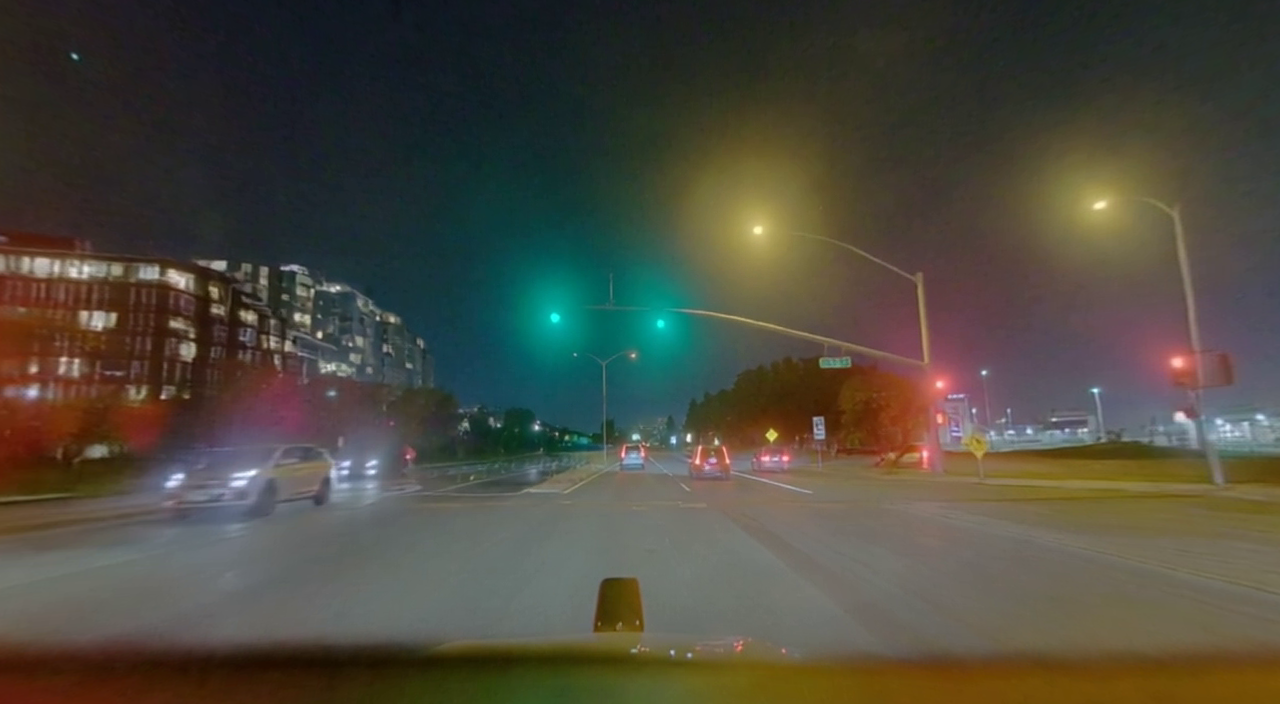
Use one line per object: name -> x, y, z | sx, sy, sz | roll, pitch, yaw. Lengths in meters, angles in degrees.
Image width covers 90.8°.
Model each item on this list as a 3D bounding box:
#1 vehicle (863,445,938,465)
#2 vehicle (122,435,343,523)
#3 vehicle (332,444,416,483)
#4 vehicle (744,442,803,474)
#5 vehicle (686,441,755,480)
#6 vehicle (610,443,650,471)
vehicle -> 19.449, 7.709, 47.299 | 4.712, 1.460, 1.893 | 0, -9, -3
vehicle -> -8.997, 2.807, 14.582 | 2.160, 1.689, 4.451 | 0, -8, -1
vehicle -> -12.357, 5.177, 29.705 | 2.004, 1.669, 4.487 | 0, -8, 0
vehicle -> 6.643, 5.329, 31.977 | 1.861, 1.473, 4.393 | 0, -8, -2
vehicle -> 3.306, 4.556, 26.925 | 2.226, 1.490, 4.593 | 0, -8, -2
vehicle -> -0.549, 5.901, 35.825 | 2.143, 1.480, 4.006 | 0, -8, -1
